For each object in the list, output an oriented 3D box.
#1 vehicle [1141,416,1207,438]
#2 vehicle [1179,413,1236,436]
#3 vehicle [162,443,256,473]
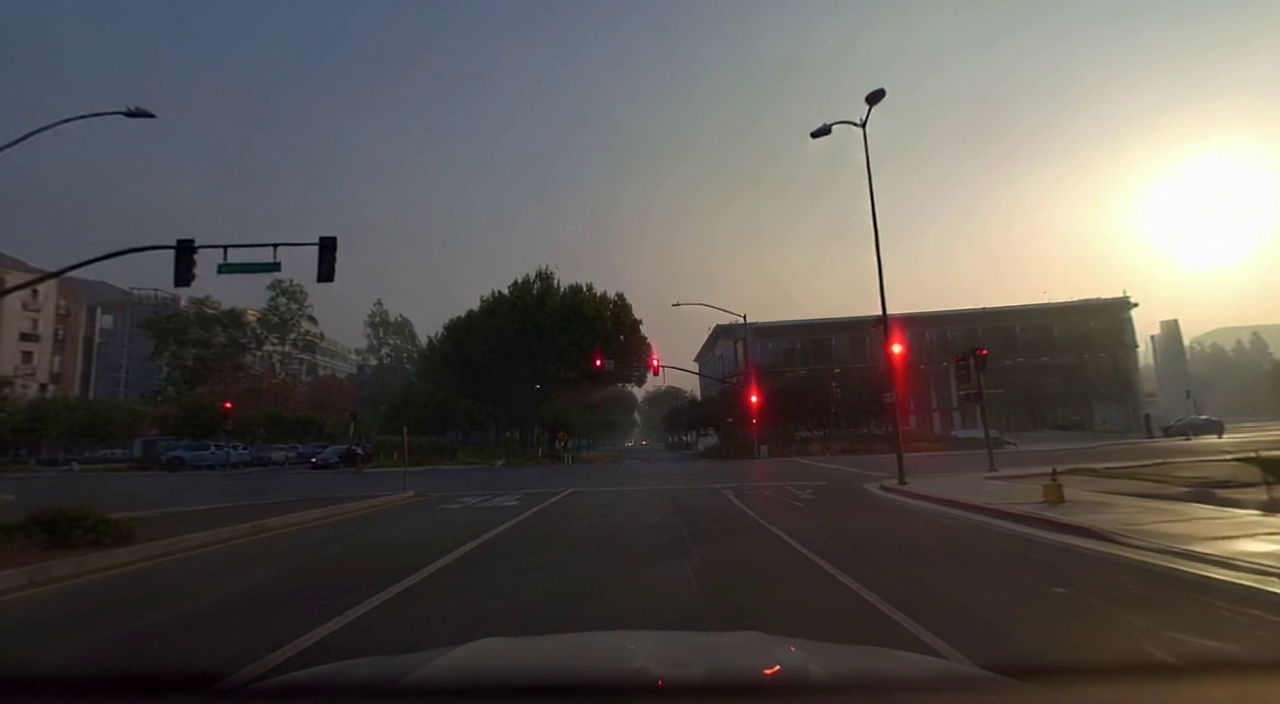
[{"bbox_3d":[39.832,5.627,46.942,4.189,1.561,1.947,4,-10,-23],"label":"vehicle"},{"bbox_3d":[44.913,5.737,49.821,4.339,1.675,1.812,5,-10,-27],"label":"vehicle"},{"bbox_3d":[-27.960,6.897,40.999,4.603,1.666,1.972,-2,-8,-5],"label":"vehicle"}]
